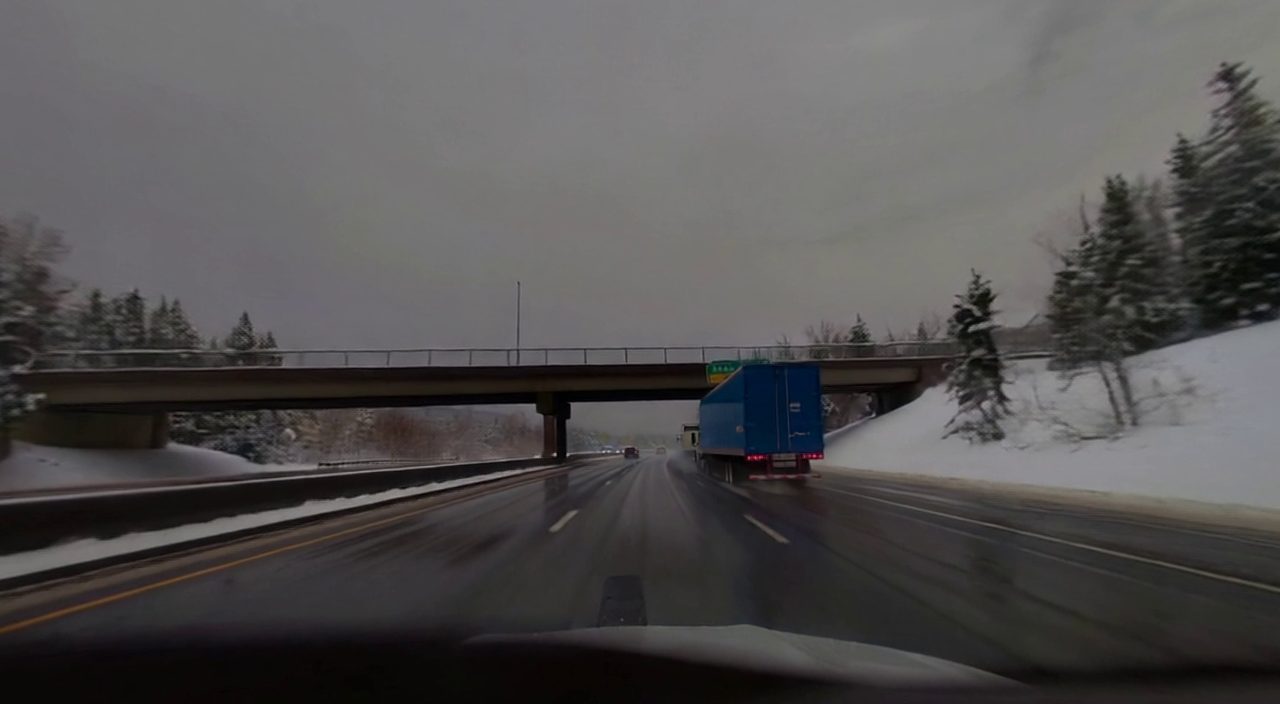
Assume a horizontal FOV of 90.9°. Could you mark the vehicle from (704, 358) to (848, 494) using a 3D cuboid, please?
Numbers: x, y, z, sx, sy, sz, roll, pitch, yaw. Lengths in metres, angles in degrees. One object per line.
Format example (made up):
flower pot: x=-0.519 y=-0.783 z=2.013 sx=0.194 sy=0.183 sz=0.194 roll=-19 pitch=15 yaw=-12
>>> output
vehicle: x=4.754 y=3.287 z=25.961 sx=2.825 sy=4.054 sz=14.210 roll=0 pitch=-9 yaw=0
